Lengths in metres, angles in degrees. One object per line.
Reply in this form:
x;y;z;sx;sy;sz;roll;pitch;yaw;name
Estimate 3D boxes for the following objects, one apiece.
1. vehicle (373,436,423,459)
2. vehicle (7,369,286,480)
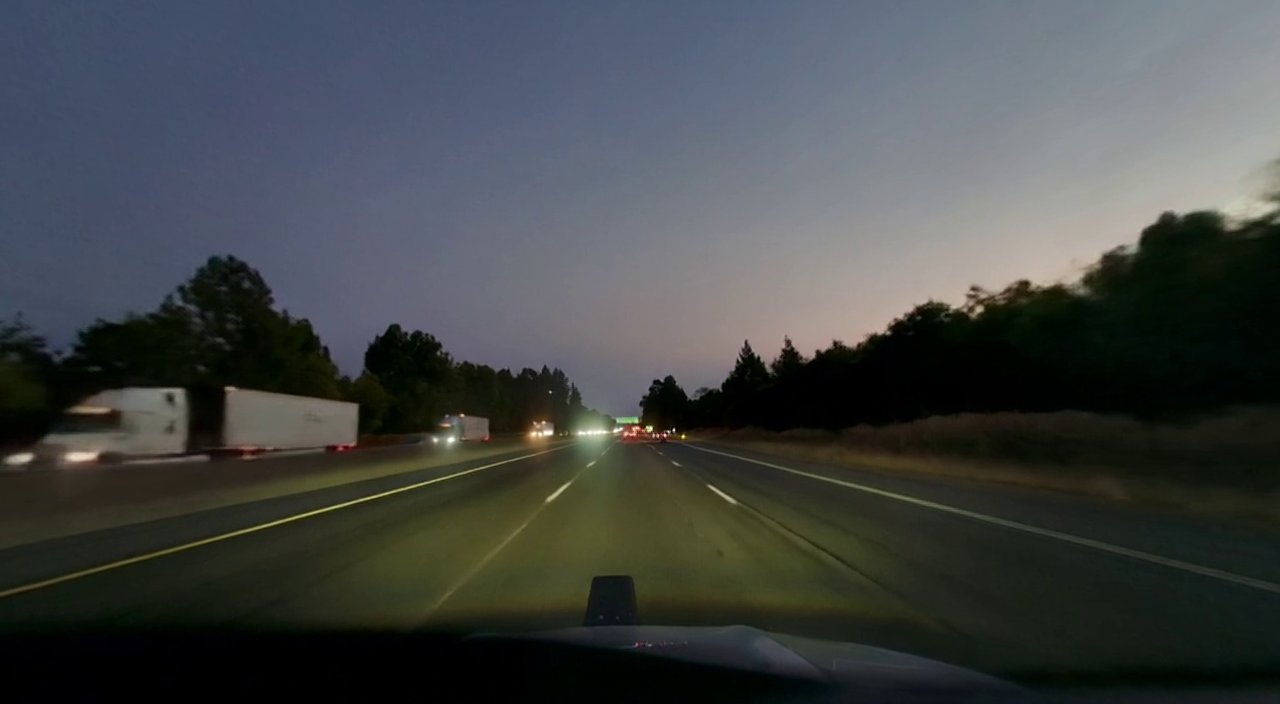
-16.758;6.635;43.823;1.811;1.480;4.437;0;-8;-1;vehicle
-20.591;3.384;27.945;3.078;3.829;11.722;-1;-8;-1;vehicle
